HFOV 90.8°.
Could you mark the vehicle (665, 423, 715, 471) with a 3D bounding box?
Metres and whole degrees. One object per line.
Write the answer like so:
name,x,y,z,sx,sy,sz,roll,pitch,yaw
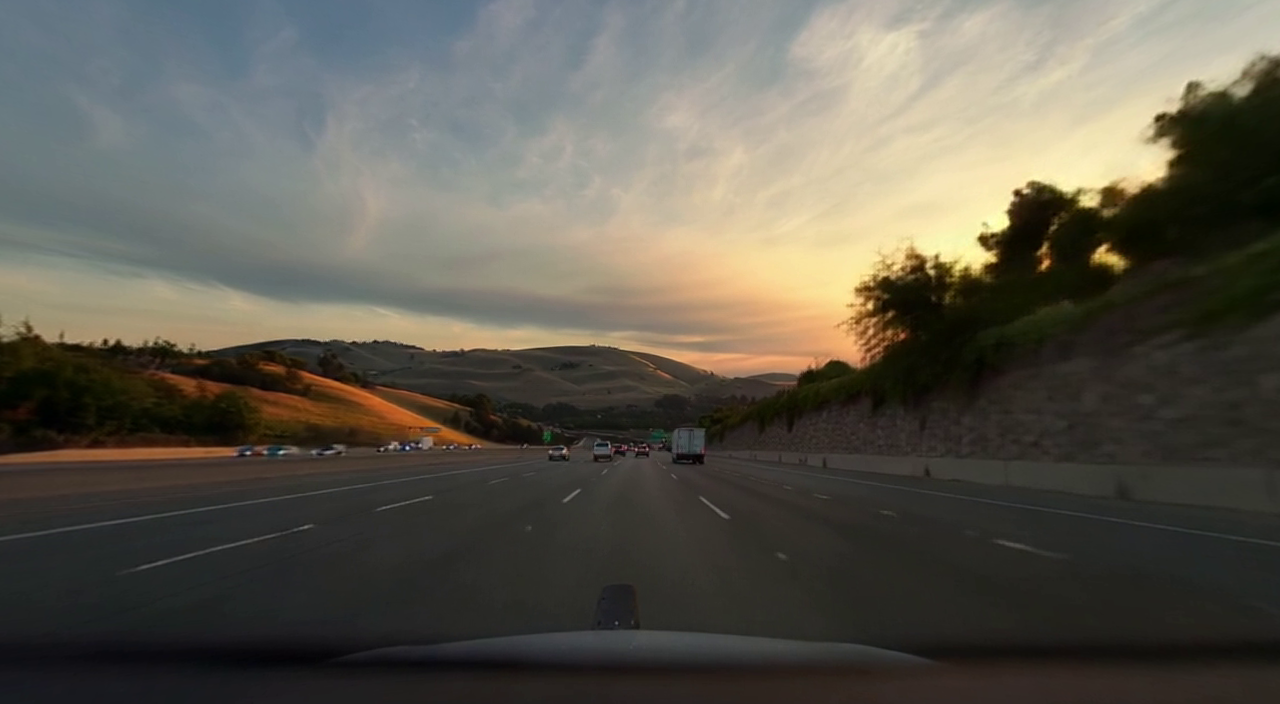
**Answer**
vehicle,3.470,6.889,45.724,2.795,3.187,7.205,0,-9,-2
